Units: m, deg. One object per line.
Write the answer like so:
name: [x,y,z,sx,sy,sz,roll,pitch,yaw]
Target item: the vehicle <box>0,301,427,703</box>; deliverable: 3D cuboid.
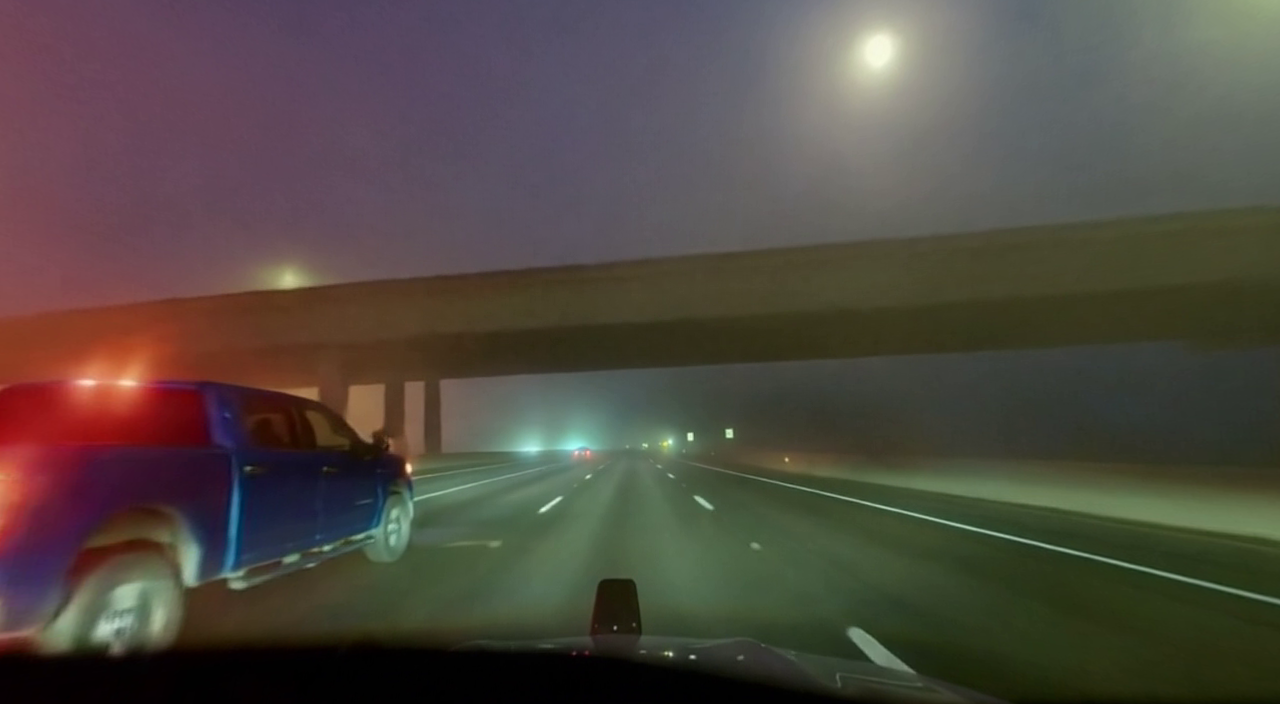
vehicle: [-4.203,1.178,5.585,2.529,2.003,5.904,0,-9,0]
